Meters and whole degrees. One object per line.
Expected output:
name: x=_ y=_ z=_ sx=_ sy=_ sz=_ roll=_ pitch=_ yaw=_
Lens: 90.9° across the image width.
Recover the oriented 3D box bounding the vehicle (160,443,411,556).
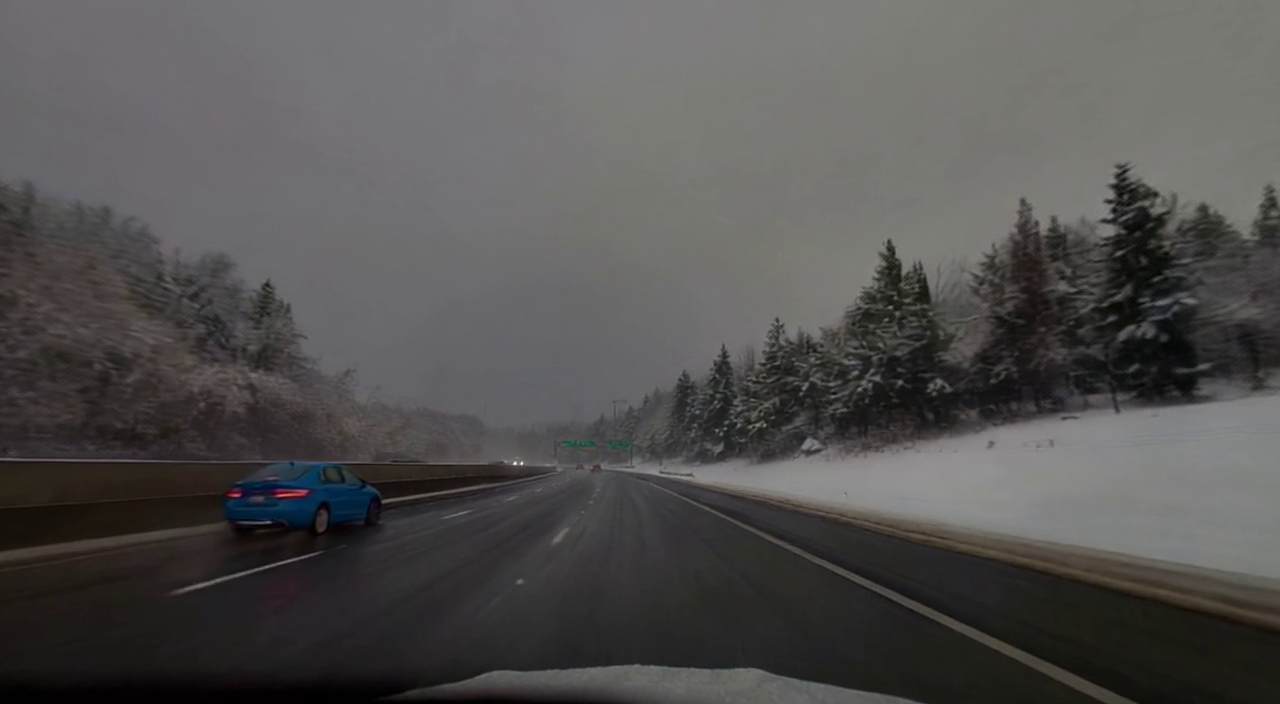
vehicle: x=-6.308 y=2.699 z=12.036 sx=2.194 sy=1.704 sz=4.421 roll=1 pitch=-10 yaw=-1

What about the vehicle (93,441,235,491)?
vehicle: x=-19.580 y=4.766 z=26.316 sx=2.049 sy=1.828 sz=5.027 roll=1 pitch=-10 yaw=-2
